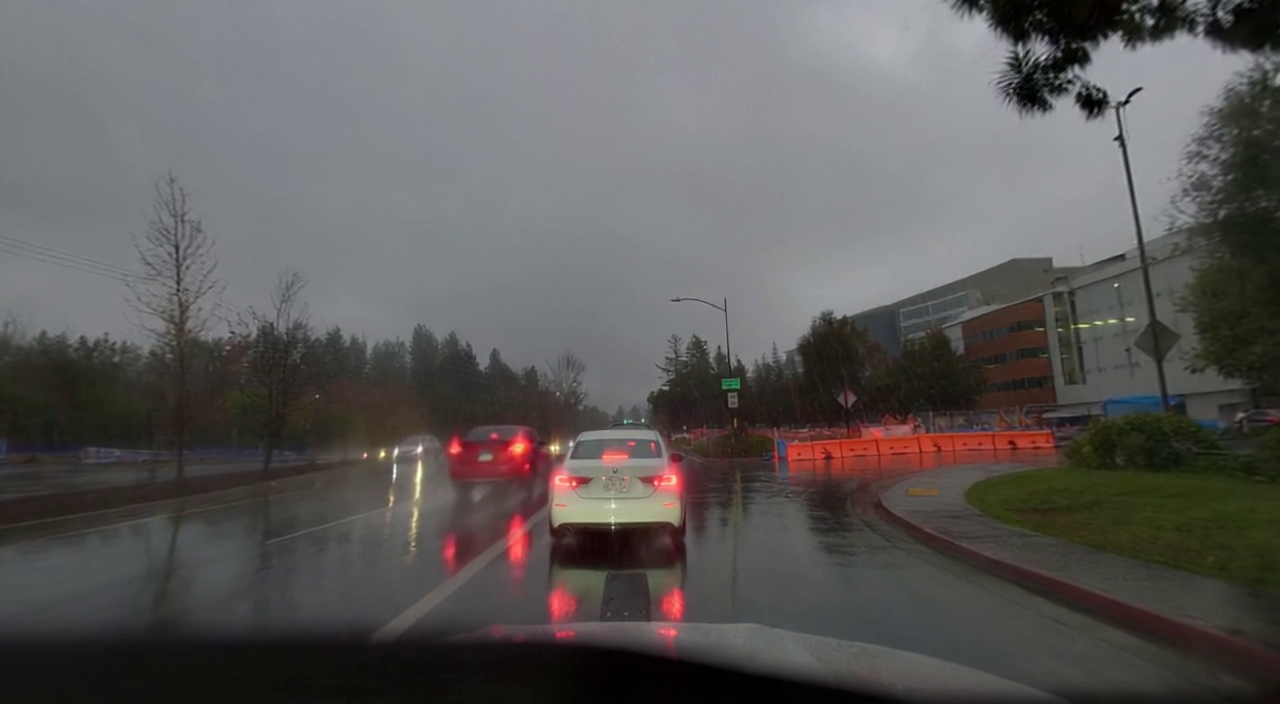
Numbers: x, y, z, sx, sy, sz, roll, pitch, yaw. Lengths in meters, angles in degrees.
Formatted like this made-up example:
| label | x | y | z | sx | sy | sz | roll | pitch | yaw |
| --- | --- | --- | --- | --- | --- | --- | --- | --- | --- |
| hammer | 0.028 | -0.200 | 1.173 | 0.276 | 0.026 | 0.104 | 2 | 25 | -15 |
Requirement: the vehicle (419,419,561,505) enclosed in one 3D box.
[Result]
| label | x | y | z | sx | sy | sz | roll | pitch | yaw |
| --- | --- | --- | --- | --- | --- | --- | --- | --- | --- |
| vehicle | -3.226 | 2.479 | 14.583 | 2.139 | 1.680 | 4.344 | 0 | -8 | 1 |

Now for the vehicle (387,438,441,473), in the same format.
| label | x | y | z | sx | sy | sz | roll | pitch | yaw |
| --- | --- | --- | --- | --- | --- | --- | --- | --- | --- |
| vehicle | -10.483 | 4.733 | 29.076 | 2.072 | 1.465 | 4.394 | 3 | -9 | -22 |

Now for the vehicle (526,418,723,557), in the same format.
| label | x | y | z | sx | sy | sz | roll | pitch | yaw |
| --- | --- | --- | --- | --- | --- | --- | --- | --- | --- |
| vehicle | -0.176 | 1.767 | 8.895 | 2.112 | 1.482 | 4.076 | 0 | -8 | 0 |
